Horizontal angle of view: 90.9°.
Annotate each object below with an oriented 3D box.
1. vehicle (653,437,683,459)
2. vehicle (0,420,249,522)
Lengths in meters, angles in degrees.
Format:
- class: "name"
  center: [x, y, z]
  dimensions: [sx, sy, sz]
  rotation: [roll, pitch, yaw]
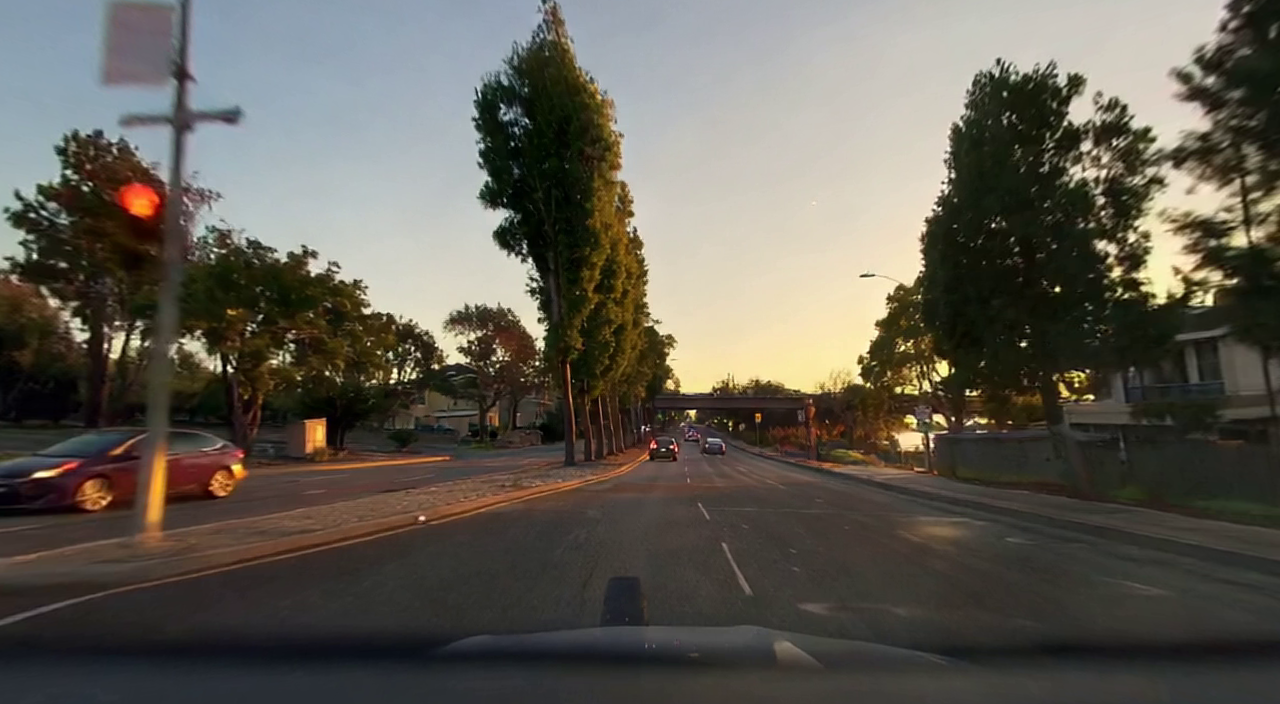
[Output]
- class: "vehicle"
  center: [1.977, 6.733, 44.275]
  dimensions: [2.039, 1.462, 4.203]
  rotation: [0, -9, 3]
- class: "vehicle"
  center: [-10.762, 2.366, 13.029]
  dimensions: [2.133, 1.696, 4.586]
  rotation: [-1, -9, 5]
